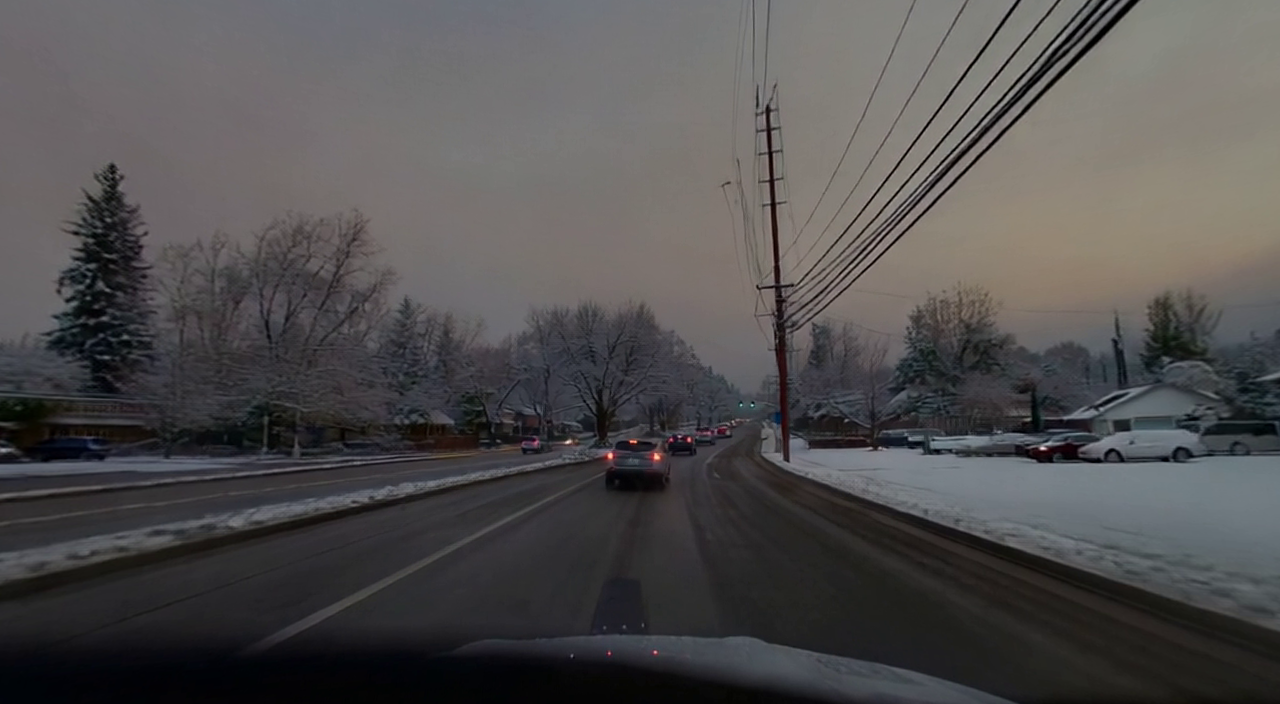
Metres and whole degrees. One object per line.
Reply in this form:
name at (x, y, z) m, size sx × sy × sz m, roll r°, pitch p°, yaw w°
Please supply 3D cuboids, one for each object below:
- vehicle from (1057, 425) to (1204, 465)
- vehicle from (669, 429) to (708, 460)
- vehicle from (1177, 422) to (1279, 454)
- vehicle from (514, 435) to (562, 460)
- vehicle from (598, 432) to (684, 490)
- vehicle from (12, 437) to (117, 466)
vehicle at (21.332, 4.092, 27.609) m, size 4.674 × 1.500 × 1.889 m, roll 1°, pitch -9°, yaw 8°
vehicle at (3.266, 6.134, 41.754) m, size 2.158 × 1.939 × 4.935 m, roll -2°, pitch -9°, yaw 9°
vehicle at (33.506, 4.788, 35.330) m, size 4.689 × 1.603 × 1.929 m, roll -3°, pitch -7°, yaw 11°
vehicle at (-6.543, 6.194, 40.855) m, size 1.983 × 1.485 × 4.159 m, roll -1°, pitch -8°, yaw 6°
vehicle at (0.157, 3.109, 18.276) m, size 2.117 × 1.474 × 4.036 m, roll -1°, pitch -8°, yaw 5°
vehicle at (-36.954, 6.391, 40.688) m, size 1.866 × 1.739 × 4.941 m, roll -1°, pitch -8°, yaw 5°
